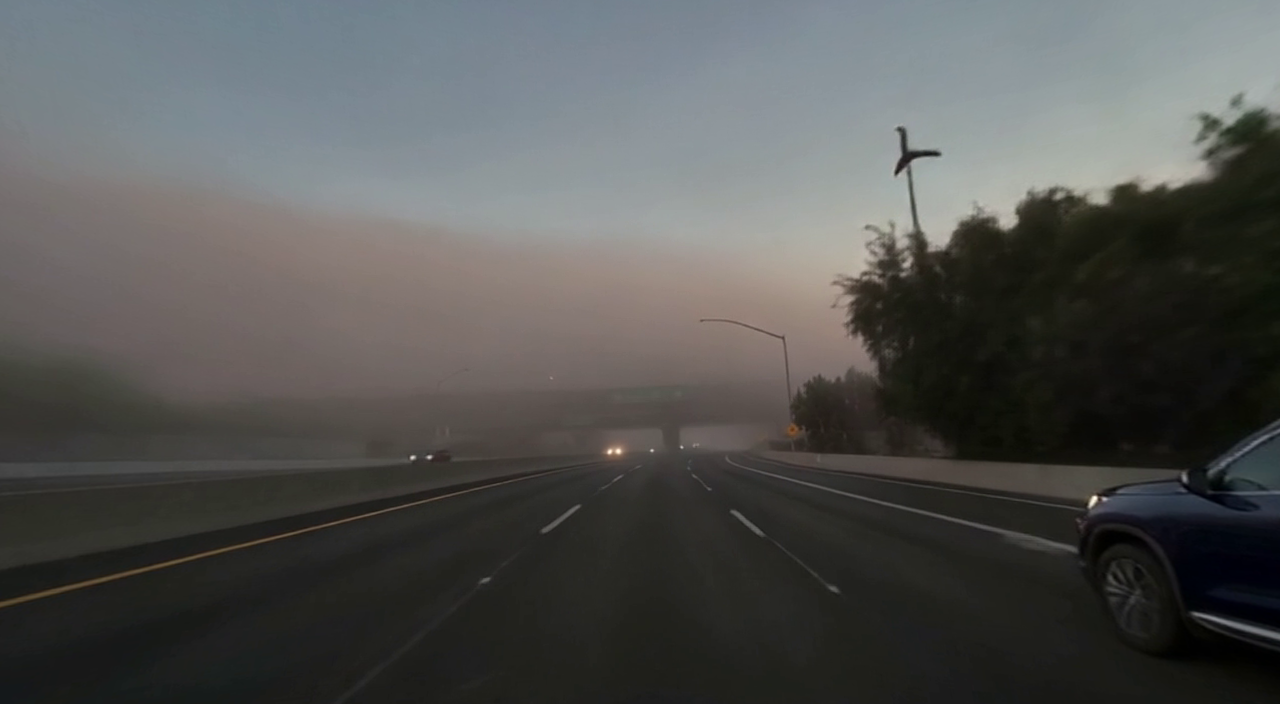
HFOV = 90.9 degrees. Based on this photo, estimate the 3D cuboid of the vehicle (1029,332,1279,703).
[{"bbox_3d":[3.756,0.696,2.117,2.019,1.732,4.579,0,-8,1],"label":"vehicle"}]
